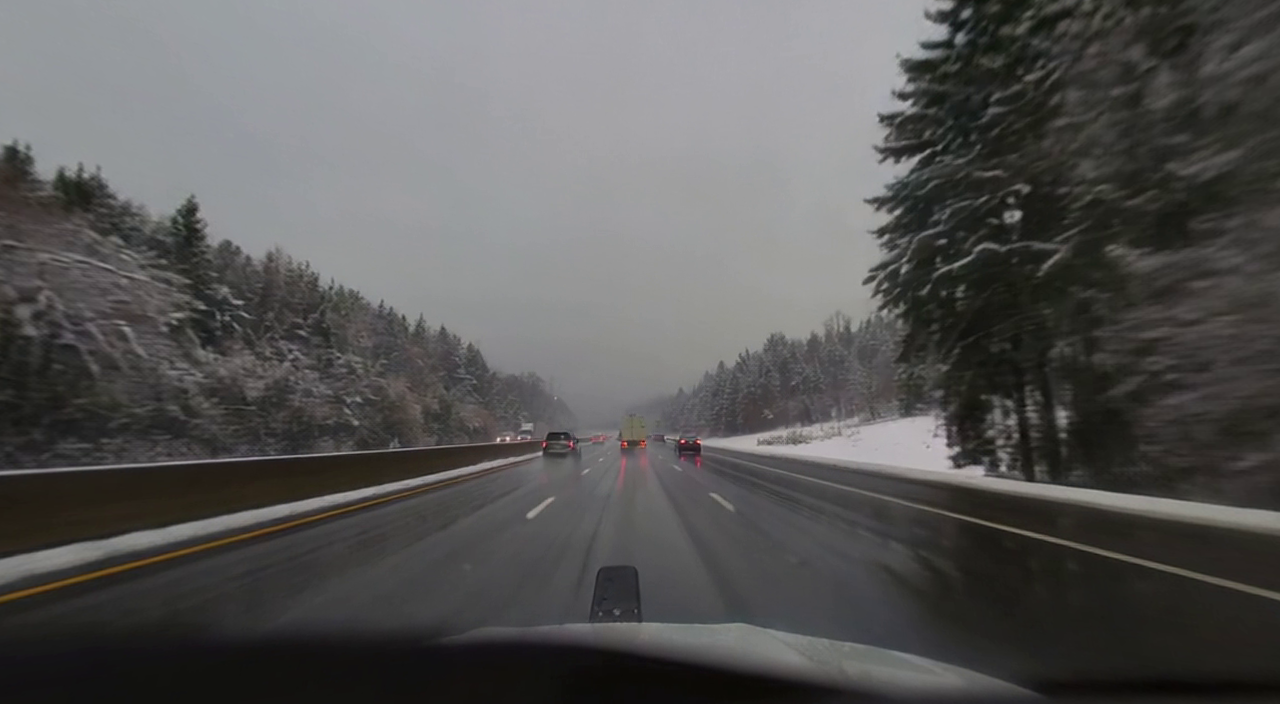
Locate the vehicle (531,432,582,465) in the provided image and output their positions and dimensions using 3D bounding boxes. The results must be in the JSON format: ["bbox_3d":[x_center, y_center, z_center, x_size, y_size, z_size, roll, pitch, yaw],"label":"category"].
[{"bbox_3d":[-3.980,4.684,30.659,2.027,1.501,3.920,0,-8,-1],"label":"vehicle"}]

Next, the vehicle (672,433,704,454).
[{"bbox_3d":[3.491,6.781,46.608,1.882,1.492,3.958,0,-8,-3],"label":"vehicle"}]
